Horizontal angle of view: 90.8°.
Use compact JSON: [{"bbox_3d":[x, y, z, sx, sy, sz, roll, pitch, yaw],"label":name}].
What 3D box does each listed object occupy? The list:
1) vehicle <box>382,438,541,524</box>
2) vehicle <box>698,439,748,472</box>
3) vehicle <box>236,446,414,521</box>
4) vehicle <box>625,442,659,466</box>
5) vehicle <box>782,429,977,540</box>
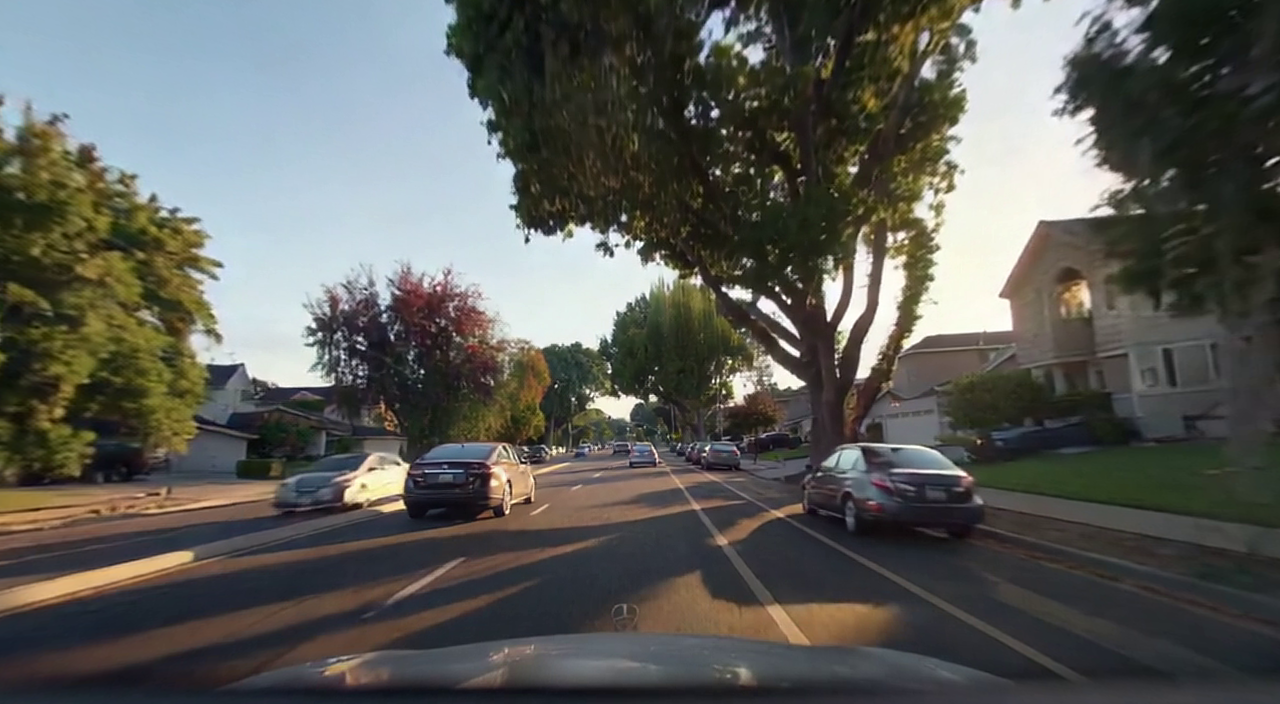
[{"bbox_3d":[-3.474,2.585,13.314,2.027,1.477,4.413,0,-8,0],"label":"vehicle"},{"bbox_3d":[4.504,5.707,35.083,2.045,1.702,4.916,0,-8,-1],"label":"vehicle"},{"bbox_3d":[-7.249,3.027,15.165,1.957,1.488,4.264,-1,-8,2],"label":"vehicle"},{"bbox_3d":[0.180,6.589,41.088,2.088,1.495,4.048,0,-8,1],"label":"vehicle"},{"bbox_3d":[3.941,2.225,11.266,1.897,1.589,4.053,0,-8,0],"label":"vehicle"}]
